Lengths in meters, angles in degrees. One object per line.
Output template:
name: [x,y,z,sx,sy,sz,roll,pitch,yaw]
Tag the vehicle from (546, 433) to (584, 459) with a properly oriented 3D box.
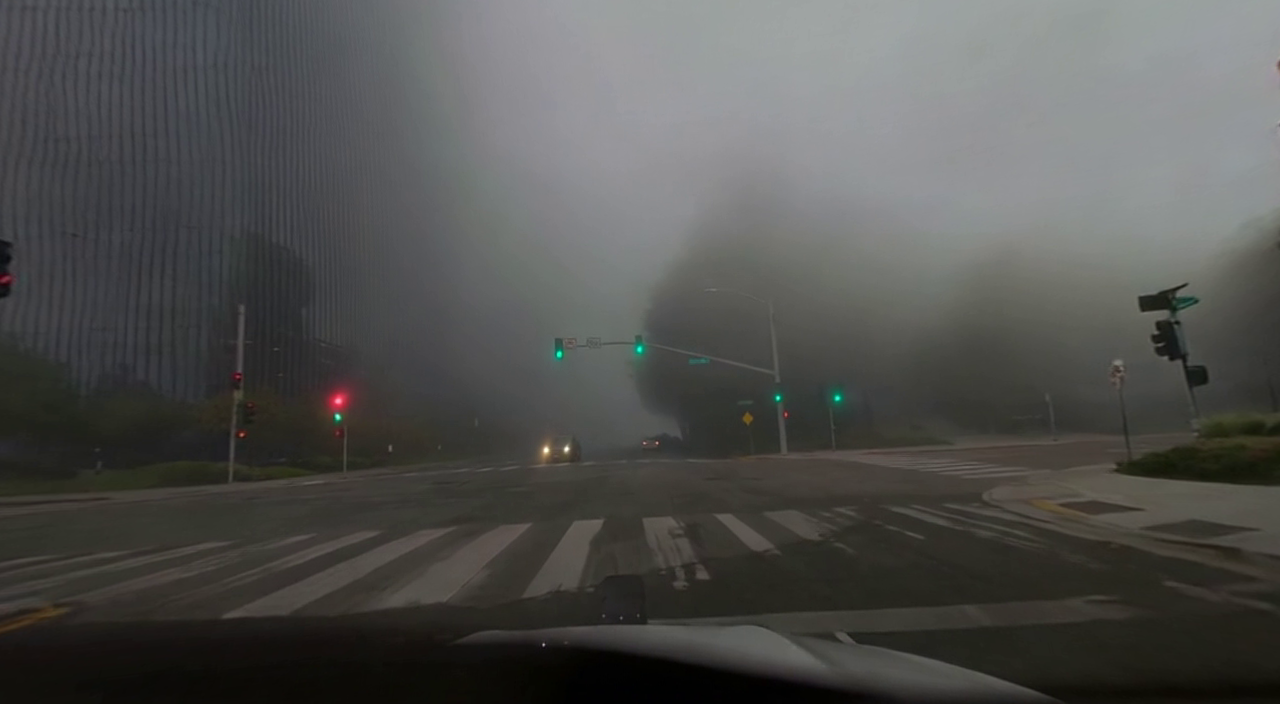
vehicle: [-5.035,6.377,42.766,1.988,1.666,4.074,0,-9,1]
